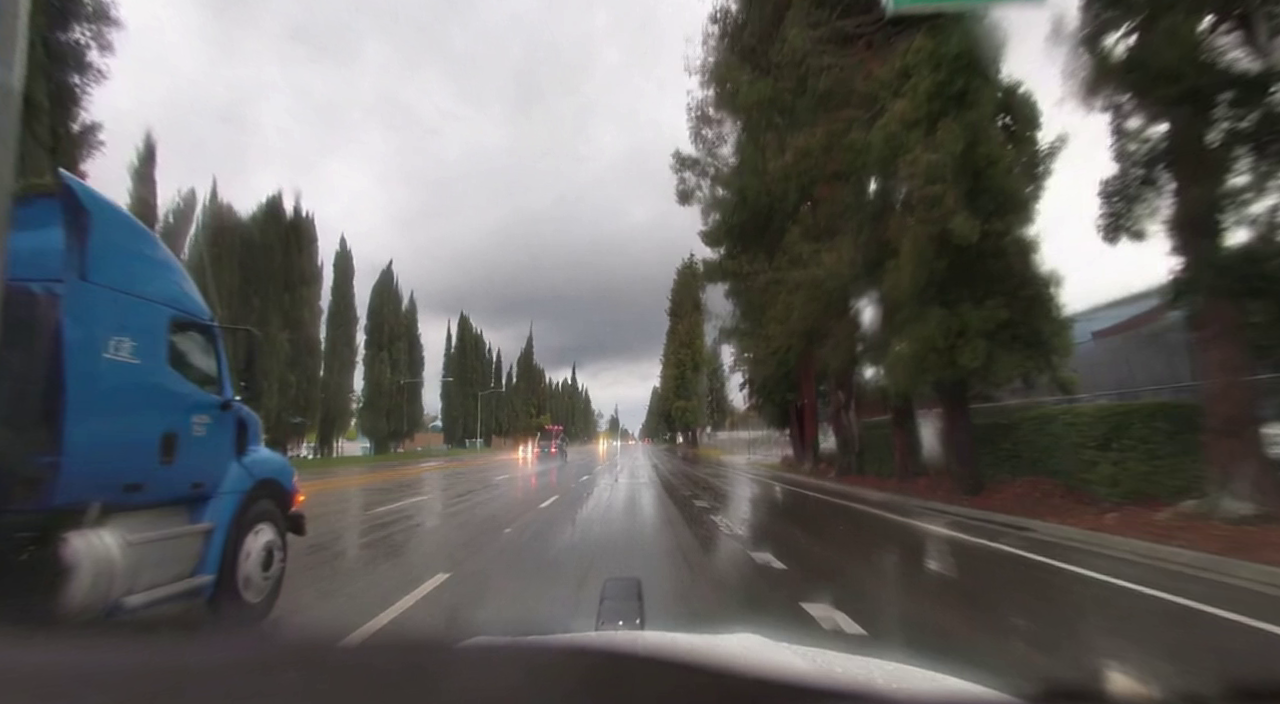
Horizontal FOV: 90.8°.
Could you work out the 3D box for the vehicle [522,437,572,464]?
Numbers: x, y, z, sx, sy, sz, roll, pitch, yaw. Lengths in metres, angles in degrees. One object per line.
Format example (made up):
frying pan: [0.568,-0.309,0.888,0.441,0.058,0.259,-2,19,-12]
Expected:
vehicle: [-6.878,7.408,47.683,2.743,1.832,7.257,0,-8,0]

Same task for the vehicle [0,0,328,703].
vehicle: [-3.606,-0.202,0.118,2.910,3.419,8.376,0,-8,-1]
